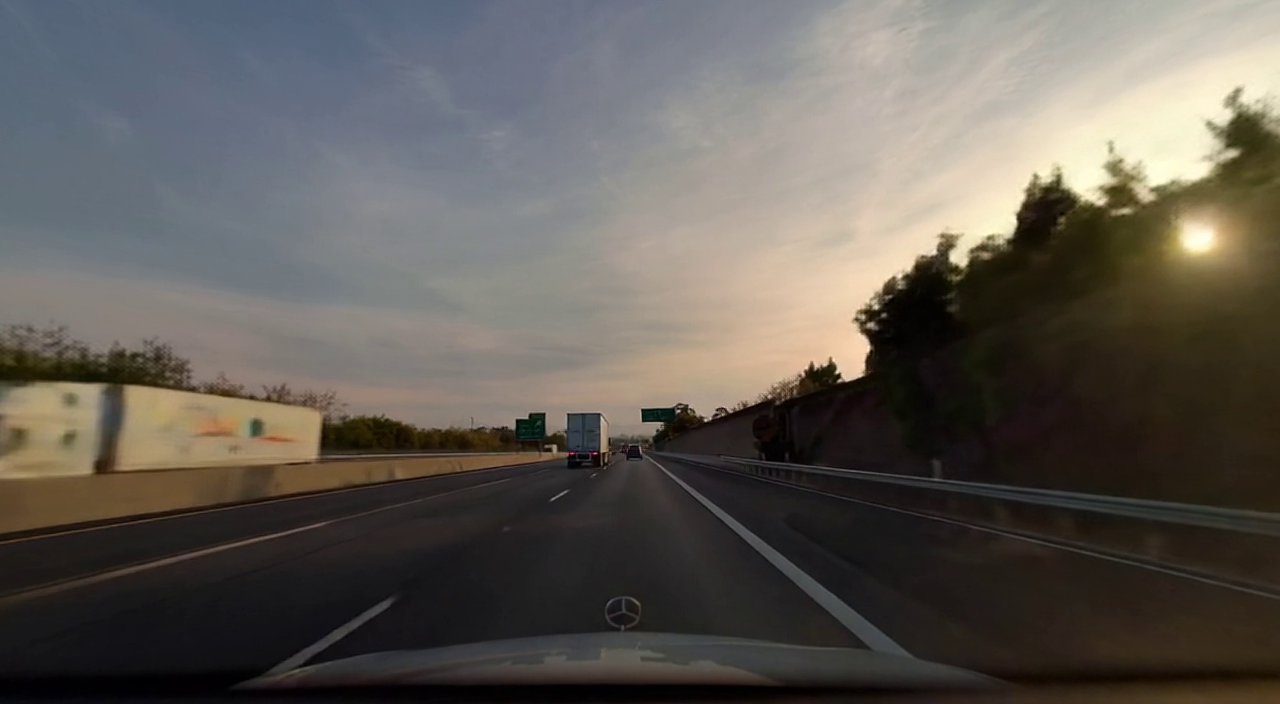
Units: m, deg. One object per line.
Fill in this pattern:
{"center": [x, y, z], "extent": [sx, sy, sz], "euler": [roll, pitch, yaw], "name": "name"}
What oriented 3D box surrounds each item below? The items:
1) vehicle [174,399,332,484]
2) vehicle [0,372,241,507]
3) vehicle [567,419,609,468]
{"center": [-19.835, 4.743, 33.220], "extent": [2.881, 3.884, 8.294], "euler": [0, -9, 0], "name": "vehicle"}
{"center": [-19.830, 3.337, 23.648], "extent": [3.025, 3.917, 10.227], "euler": [0, -9, 0], "name": "vehicle"}
{"center": [-3.987, 7.192, 49.453], "extent": [2.707, 3.461, 7.191], "euler": [0, -9, 0], "name": "vehicle"}
